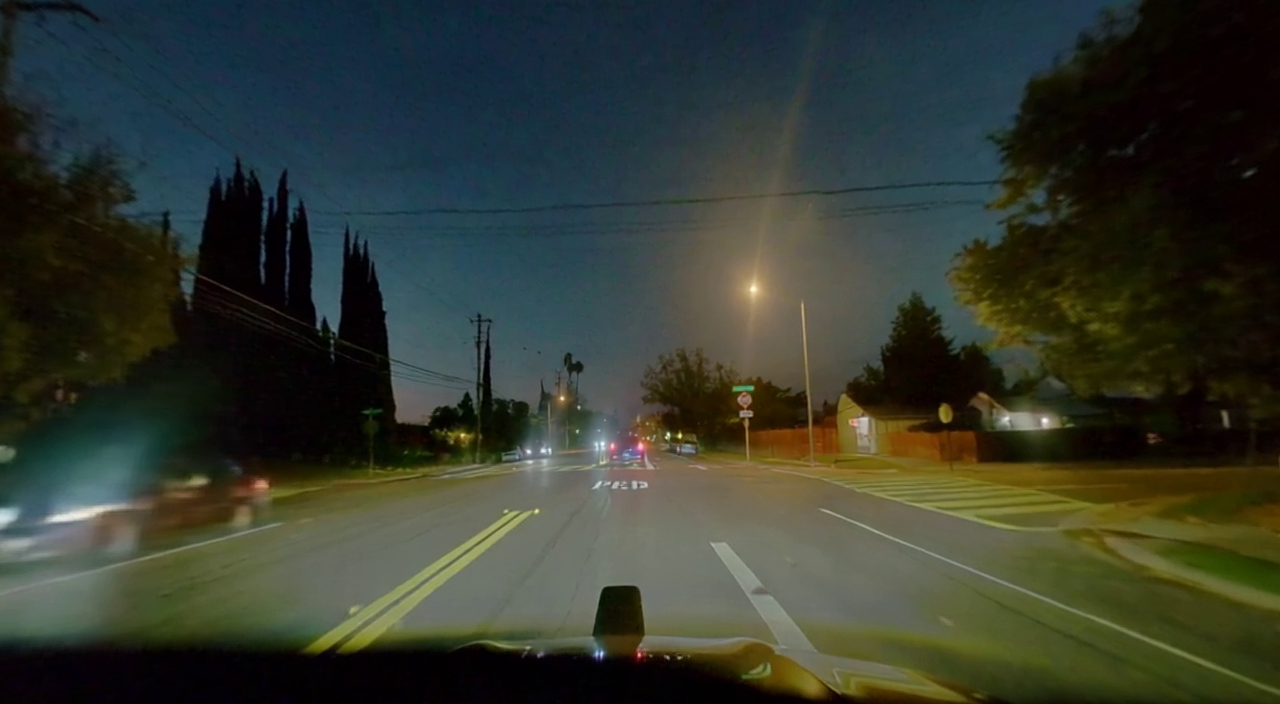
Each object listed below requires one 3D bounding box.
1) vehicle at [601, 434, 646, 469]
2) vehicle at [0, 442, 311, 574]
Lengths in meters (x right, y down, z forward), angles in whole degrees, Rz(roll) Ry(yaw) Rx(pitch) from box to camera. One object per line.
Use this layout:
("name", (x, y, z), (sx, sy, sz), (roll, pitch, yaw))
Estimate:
("vehicle", (-0.695, 4.426, 28.162), (1.877, 1.448, 3.830), (0, -8, 0))
("vehicle", (-7.111, 2.098, 9.406), (2.034, 1.464, 4.438), (0, -8, 0))
